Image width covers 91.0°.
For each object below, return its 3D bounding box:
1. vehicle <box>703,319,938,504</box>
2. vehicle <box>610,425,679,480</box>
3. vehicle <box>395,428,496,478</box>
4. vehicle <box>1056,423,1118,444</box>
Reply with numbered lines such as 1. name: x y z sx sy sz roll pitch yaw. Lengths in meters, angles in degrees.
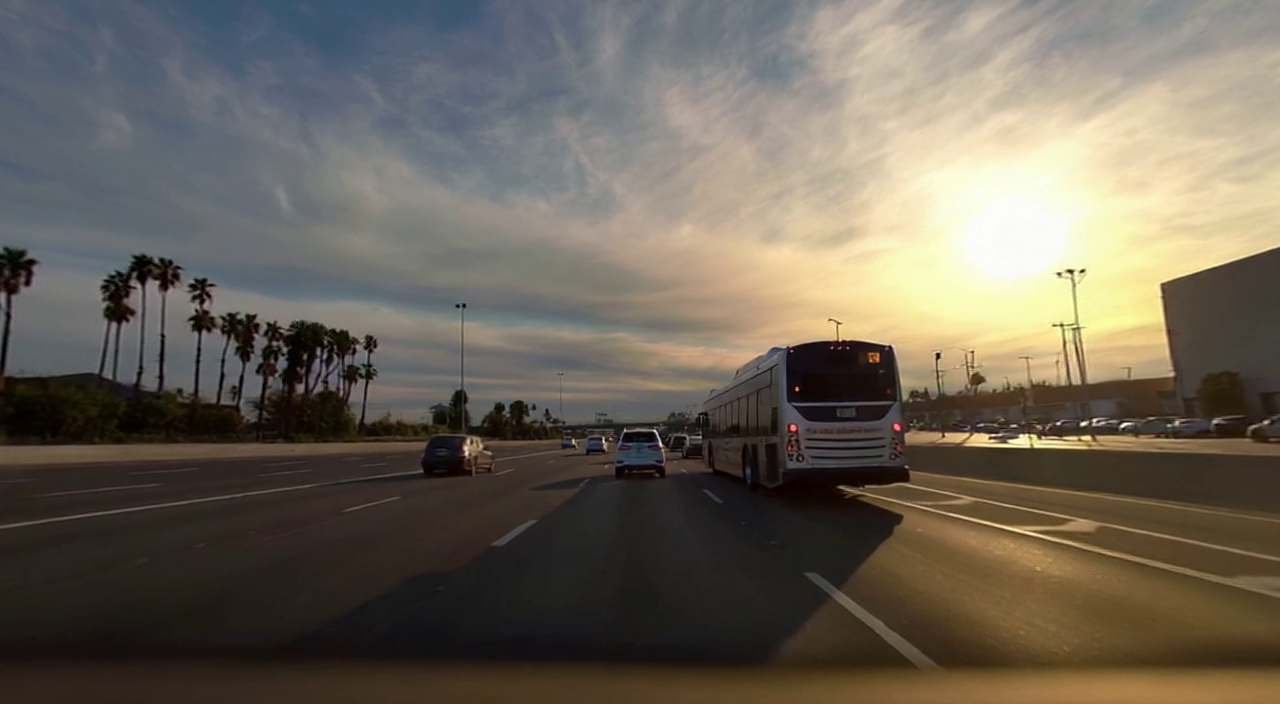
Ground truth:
1. vehicle: 4.194 2.184 19.402 3.020 3.622 14.302 0 -8 0
2. vehicle: 0.167 3.606 22.759 2.268 1.796 4.280 0 -8 0
3. vehicle: -7.377 3.915 24.508 2.291 1.729 4.879 0 -8 1
4. vehicle: 32.450 5.978 45.812 1.795 1.481 3.986 -1 -9 5
